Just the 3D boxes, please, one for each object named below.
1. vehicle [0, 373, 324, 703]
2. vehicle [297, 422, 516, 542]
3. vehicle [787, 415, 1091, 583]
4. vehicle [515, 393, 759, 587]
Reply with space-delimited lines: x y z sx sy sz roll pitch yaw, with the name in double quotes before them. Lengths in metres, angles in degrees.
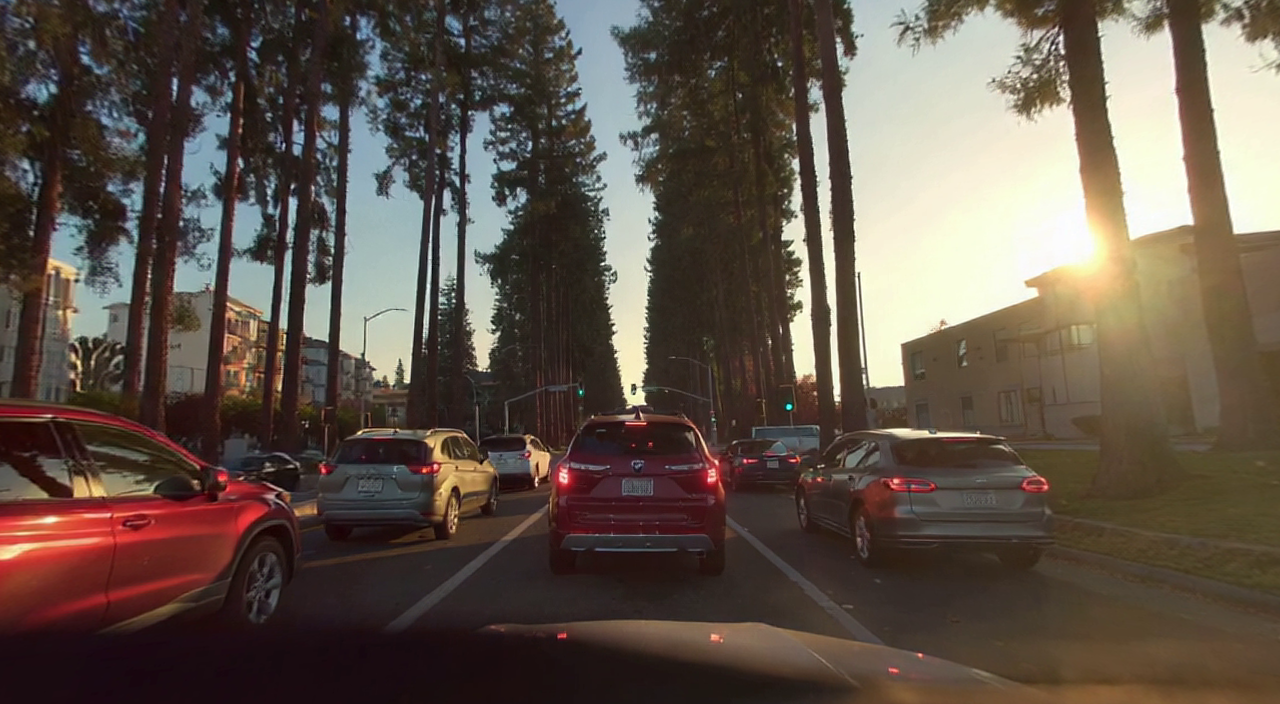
"vehicle" -3.776 0.995 3.295 1.929 1.641 4.193 0 -8 2
"vehicle" -3.657 2.112 10.917 2.042 1.641 4.314 0 -8 1
"vehicle" 3.275 1.670 7.872 1.922 1.579 3.642 0 -8 -1
"vehicle" -0.009 1.549 7.797 2.193 1.744 4.033 0 -8 1
